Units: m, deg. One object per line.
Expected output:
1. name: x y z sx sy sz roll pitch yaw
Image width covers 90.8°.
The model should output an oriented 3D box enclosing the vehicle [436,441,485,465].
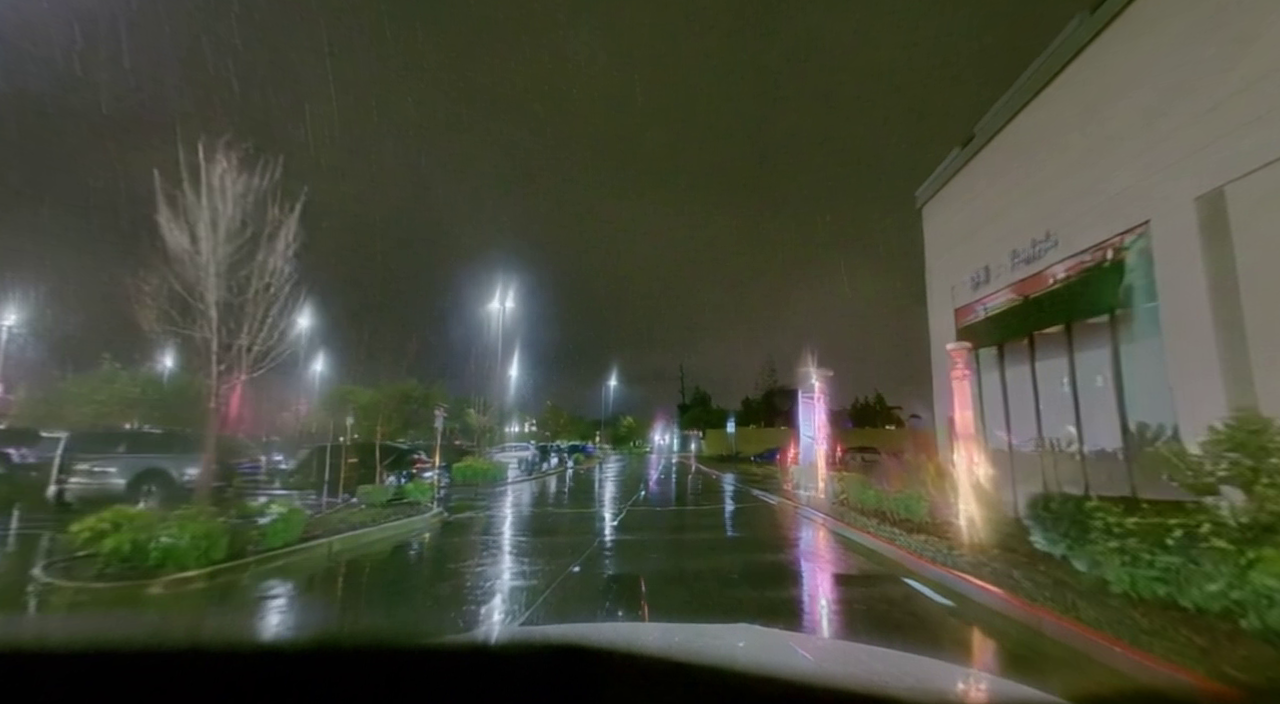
1. vehicle: -12.891 7.281 45.674 1.928 1.613 4.197 -1 -8 7

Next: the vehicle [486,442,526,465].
1. vehicle: -9.740 7.385 46.267 1.892 1.597 4.259 0 -8 2

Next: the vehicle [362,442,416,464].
1. vehicle: -18.245 7.345 46.068 1.909 1.474 3.908 -1 -8 7

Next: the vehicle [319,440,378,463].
1. vehicle: -21.209 7.262 46.146 1.773 1.498 4.085 2 -8 11

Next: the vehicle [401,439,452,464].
1. vehicle: -15.424 7.270 45.907 1.902 1.645 3.903 1 -10 7

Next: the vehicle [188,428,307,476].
1. vehicle: -17.009 4.360 27.692 1.972 1.923 4.535 -1 -8 5

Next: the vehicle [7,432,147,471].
1. vehicle: -24.874 4.421 28.163 1.876 1.591 4.470 -1 -8 5
